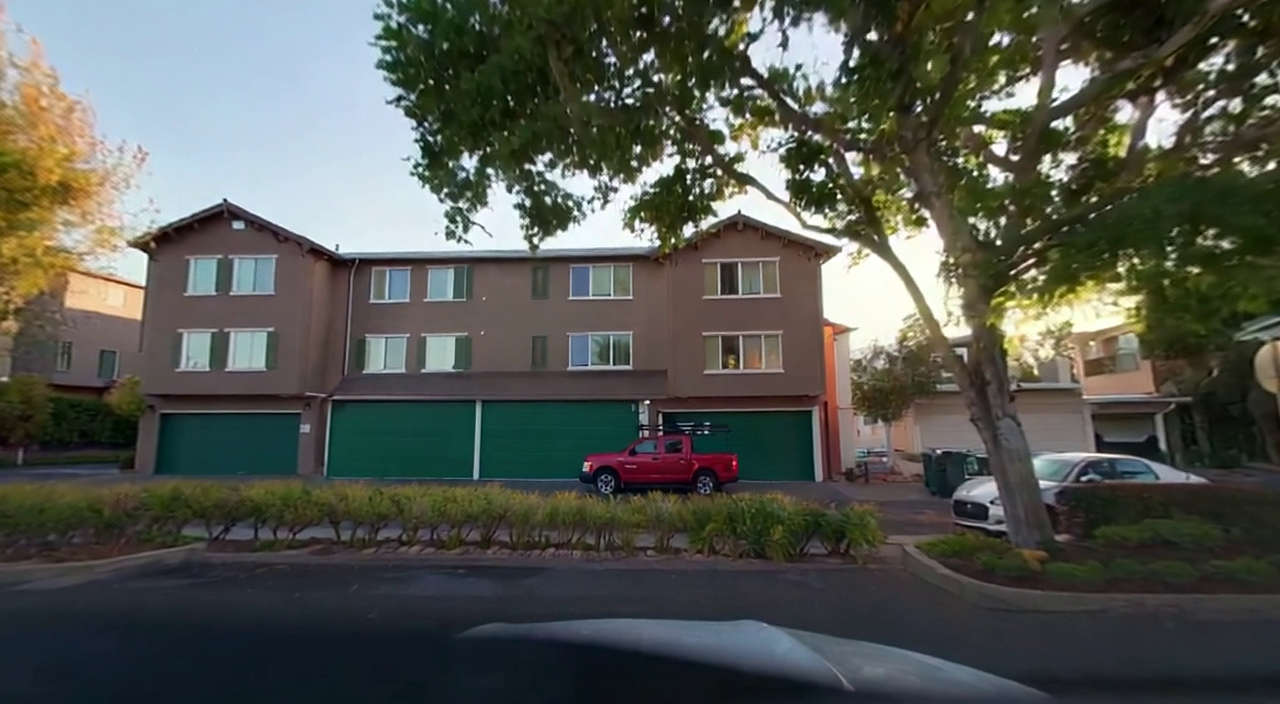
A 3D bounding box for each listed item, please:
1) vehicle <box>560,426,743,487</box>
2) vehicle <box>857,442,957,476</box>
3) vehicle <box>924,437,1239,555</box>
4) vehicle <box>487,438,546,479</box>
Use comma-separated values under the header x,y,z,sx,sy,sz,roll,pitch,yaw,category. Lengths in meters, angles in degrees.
x,y,z,sx,sy,sz,roll,pitch,yaw,category
0.341,3.360,20.443,5.600,1.835,2.161,0,-9,-1,vehicle
14.326,5.752,34.062,4.383,1.784,2.211,0,-8,0,vehicle
7.470,2.372,10.954,4.074,1.617,2.112,1,-4,-8,vehicle
-5.528,4.761,28.617,1.869,1.460,3.826,-3,-5,0,vehicle
